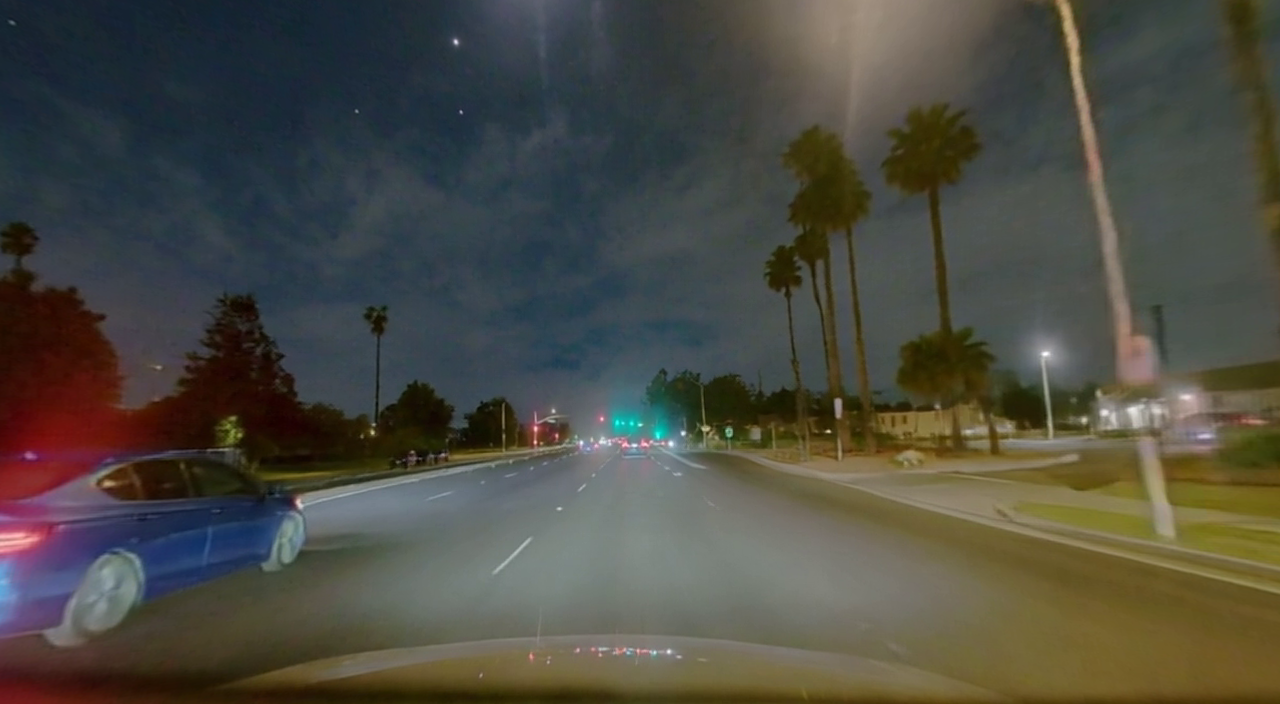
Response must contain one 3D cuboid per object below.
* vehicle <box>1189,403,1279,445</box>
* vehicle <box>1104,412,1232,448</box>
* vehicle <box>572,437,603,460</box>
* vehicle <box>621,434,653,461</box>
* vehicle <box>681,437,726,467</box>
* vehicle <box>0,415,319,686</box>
[{"bbox_3d":[29.234,3.350,29.674,1.951,1.743,4.786,-3,-9,-10],"label":"vehicle"},{"bbox_3d":[23.777,3.595,28.687,1.754,1.504,4.090,2,-9,-14],"label":"vehicle"},{"bbox_3d":[-3.813,7.111,46.611,2.000,1.569,3.794,0,-8,-1],"label":"vehicle"},{"bbox_3d":[-0.270,6.485,42.974,2.043,1.734,4.253,0,-8,-1],"label":"vehicle"},{"bbox_3d":[3.306,5.320,33.708,1.830,1.451,4.009,0,-8,-2],"label":"vehicle"},{"bbox_3d":[-4.493,1.309,4.952,1.844,1.451,4.543,0,-8,-4],"label":"vehicle"}]
